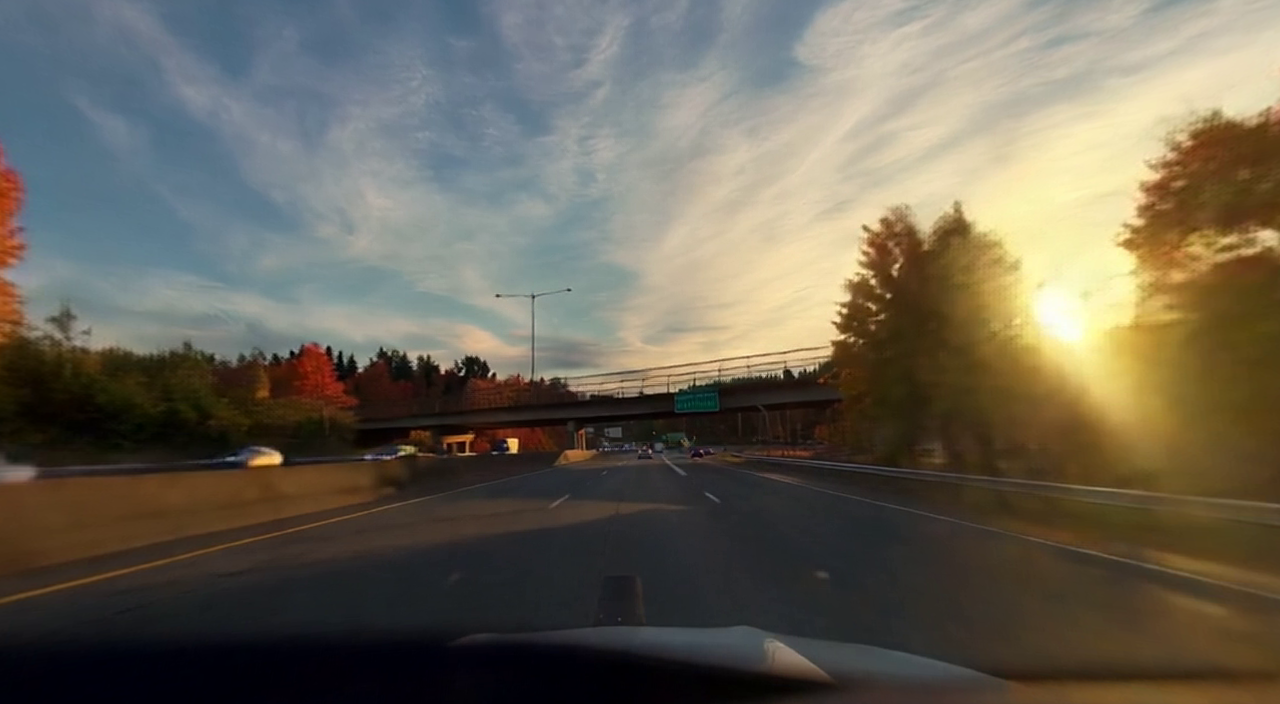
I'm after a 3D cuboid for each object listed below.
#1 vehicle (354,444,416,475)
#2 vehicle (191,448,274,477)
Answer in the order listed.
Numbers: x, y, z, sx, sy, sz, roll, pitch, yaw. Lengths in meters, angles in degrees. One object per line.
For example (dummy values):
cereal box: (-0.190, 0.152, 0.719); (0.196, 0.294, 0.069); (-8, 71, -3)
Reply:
vehicle: (-16.293, 6.903, 40.325); (2.014, 1.839, 4.356); (-1, -9, 2)
vehicle: (-23.932, 6.478, 36.993); (1.913, 1.623, 4.082); (-1, -9, 5)
